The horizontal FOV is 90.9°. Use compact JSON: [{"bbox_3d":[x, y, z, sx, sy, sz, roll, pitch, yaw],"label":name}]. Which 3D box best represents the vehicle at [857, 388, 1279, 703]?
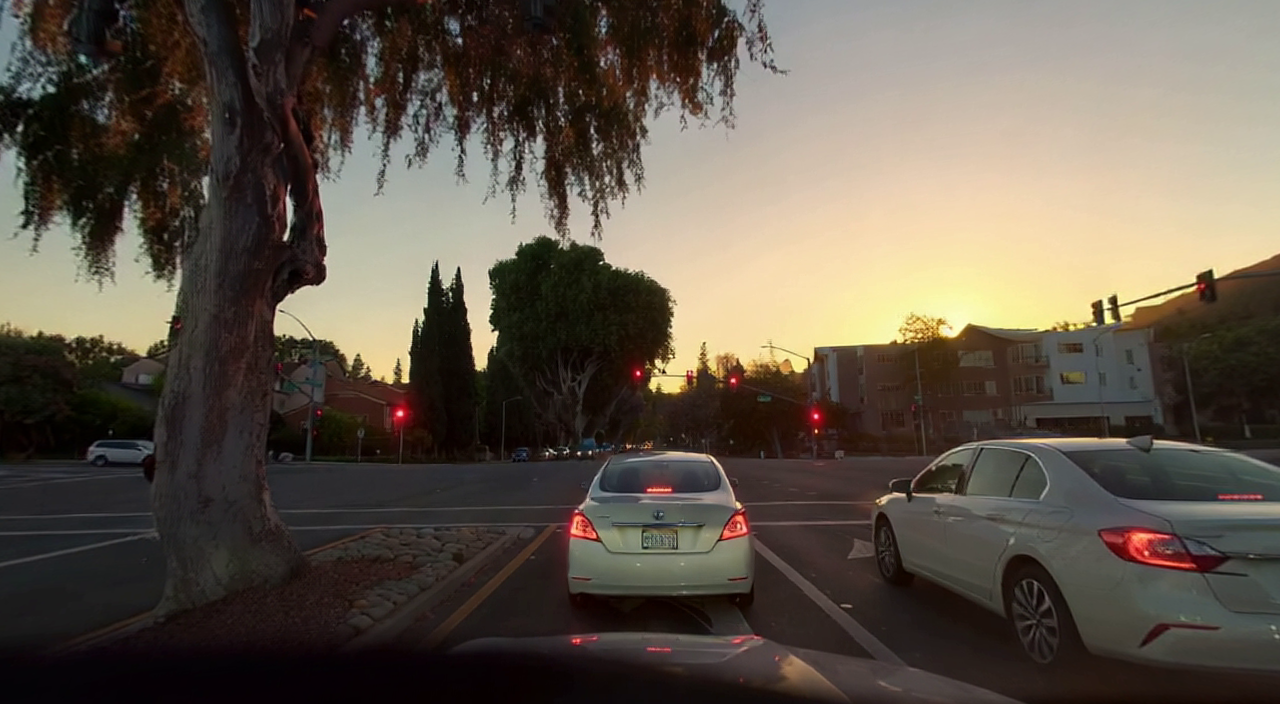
[{"bbox_3d":[3.170,1.124,3.901,1.931,1.493,4.555,0,-8,-1],"label":"vehicle"}]

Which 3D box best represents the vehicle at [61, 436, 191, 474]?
[{"bbox_3d":[-24.329,4.883,29.985,4.450,1.684,1.894,0,-8,0],"label":"vehicle"}]

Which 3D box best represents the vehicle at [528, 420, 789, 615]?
[{"bbox_3d":[0.102,1.563,6.877,2.017,1.485,3.813,0,-8,-1],"label":"vehicle"}]
